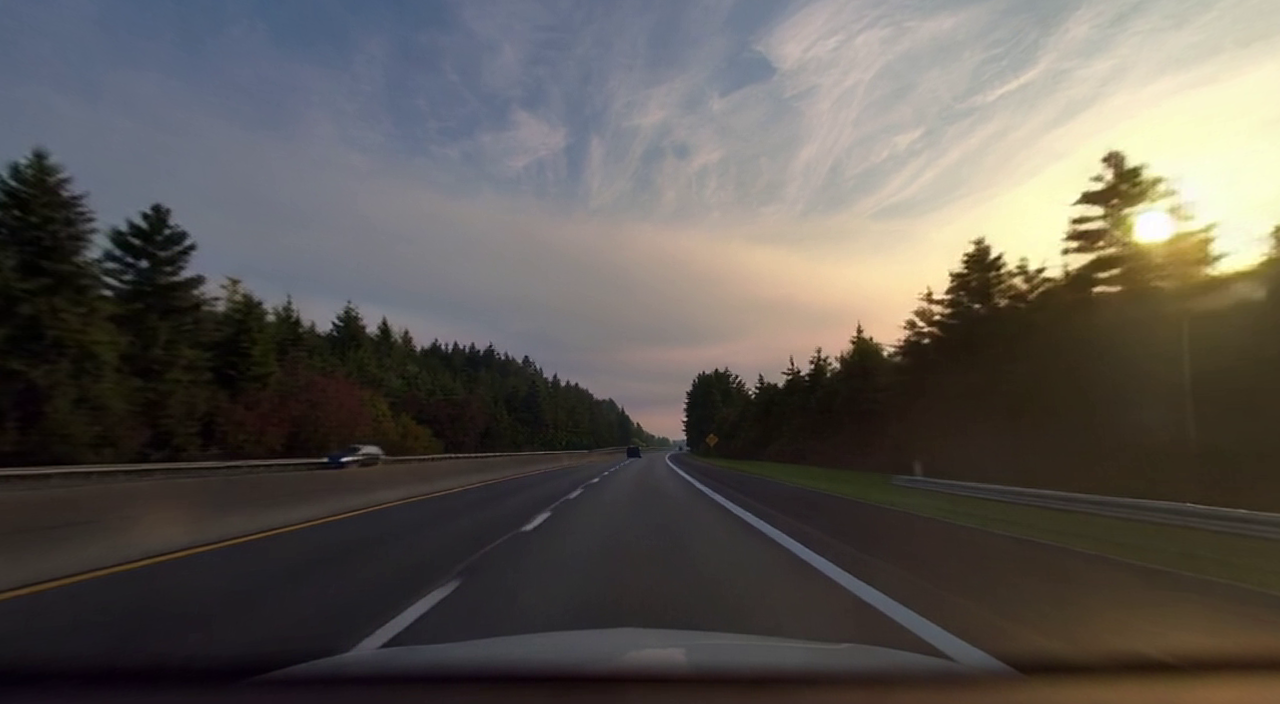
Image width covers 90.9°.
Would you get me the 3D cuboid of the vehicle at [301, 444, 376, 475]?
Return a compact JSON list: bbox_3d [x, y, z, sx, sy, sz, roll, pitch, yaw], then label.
[{"bbox_3d":[-15.962,5.714,33.642,1.810,1.496,4.271,0,-9,1],"label":"vehicle"}]
